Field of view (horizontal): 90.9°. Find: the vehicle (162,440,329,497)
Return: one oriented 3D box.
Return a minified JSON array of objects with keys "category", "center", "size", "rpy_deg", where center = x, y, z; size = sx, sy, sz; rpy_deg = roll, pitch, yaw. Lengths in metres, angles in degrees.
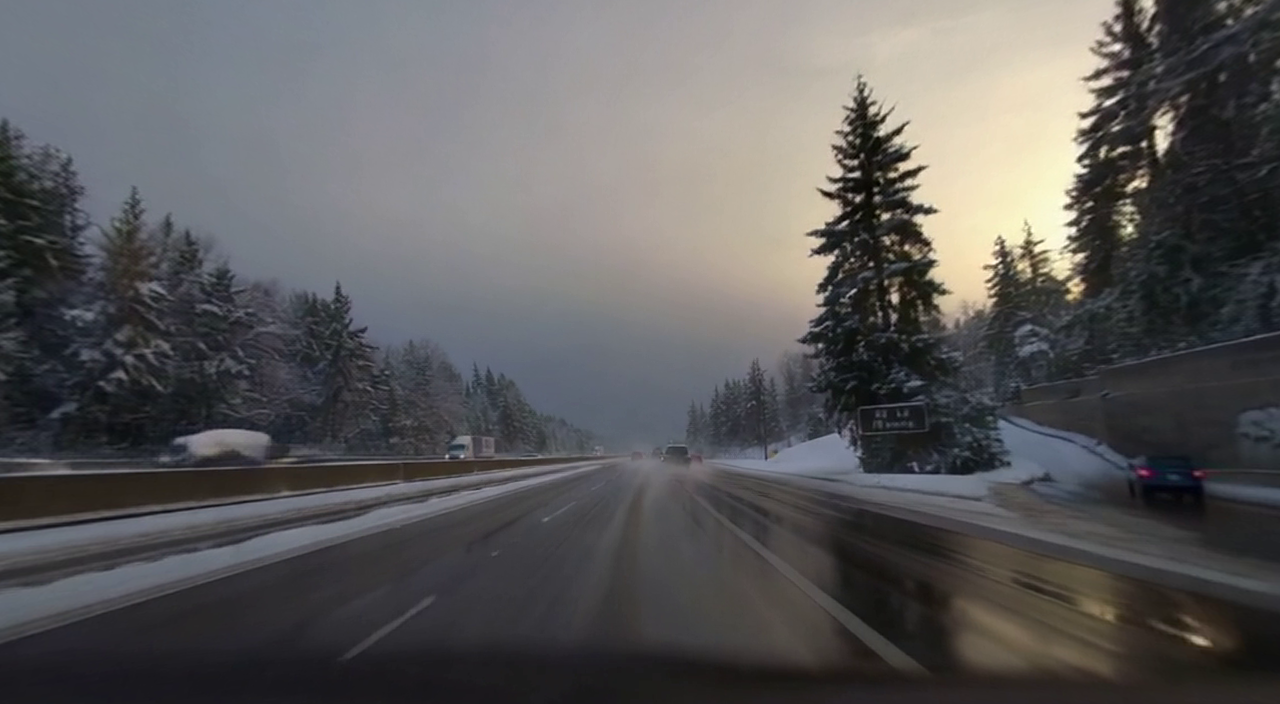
[{"category":"vehicle","center":[-12.453,3.704,20.443],"size":[2.015,1.589,5.138],"rpy_deg":[0,-9,1]}]

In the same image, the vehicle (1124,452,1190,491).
[{"category":"vehicle","center":[22.781,5.208,27.758],"size":[2.008,1.534,3.912],"rpy_deg":[-7,-11,39]}]
